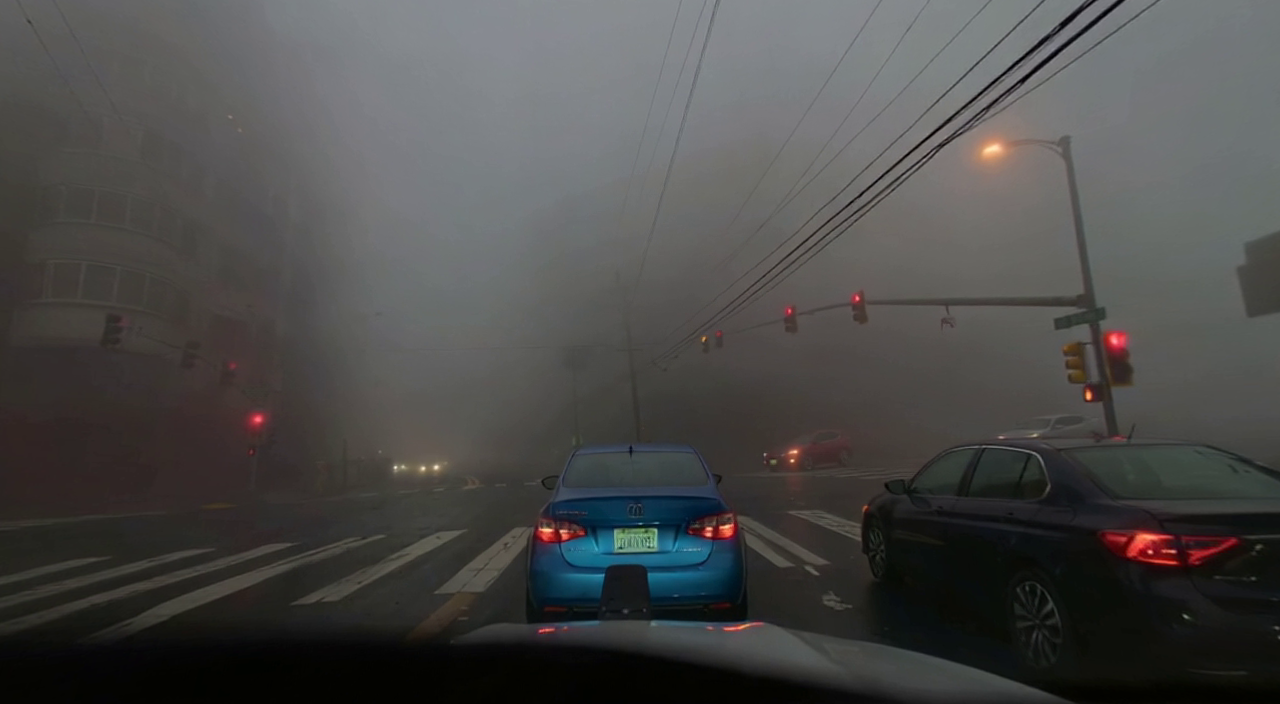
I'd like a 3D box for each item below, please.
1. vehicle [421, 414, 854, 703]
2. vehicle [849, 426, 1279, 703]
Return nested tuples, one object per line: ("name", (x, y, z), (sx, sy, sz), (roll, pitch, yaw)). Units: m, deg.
("vehicle", (-0.045, 1.352, 5.157), (2.094, 1.481, 4.078), (0, -8, -1))
("vehicle", (3.353, 1.377, 5.083), (1.860, 1.430, 4.089), (0, -8, -1))
